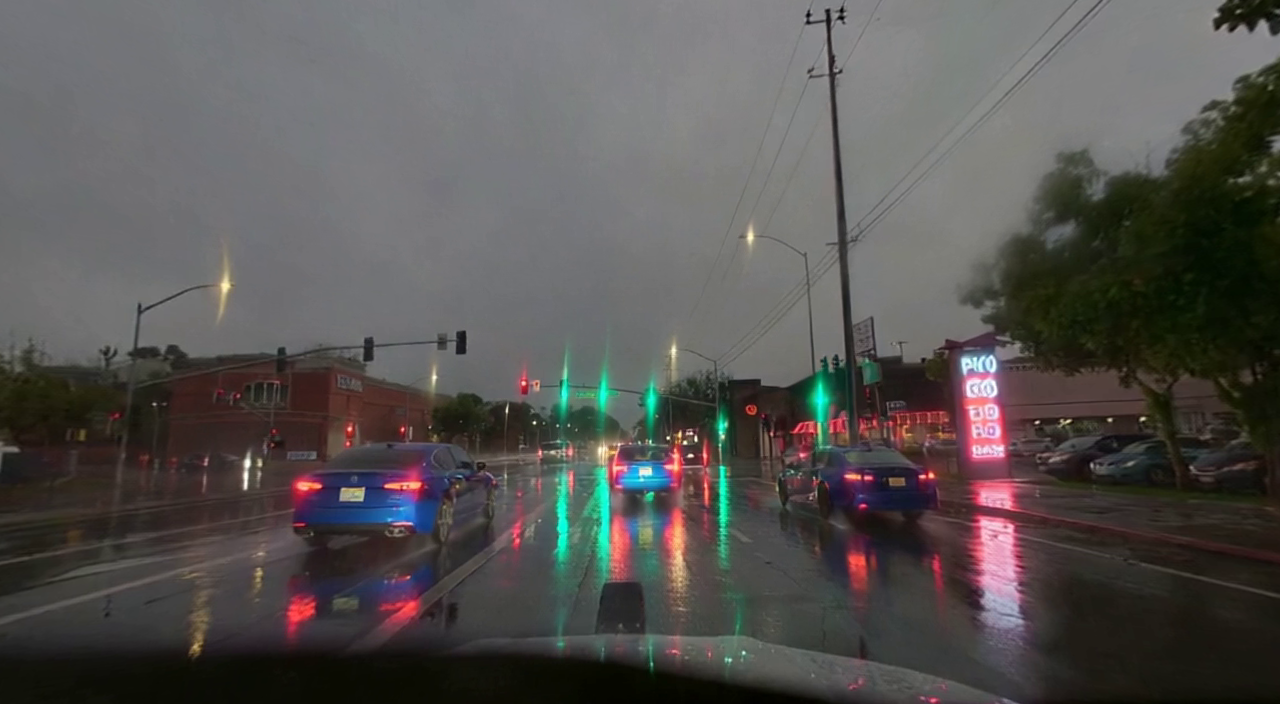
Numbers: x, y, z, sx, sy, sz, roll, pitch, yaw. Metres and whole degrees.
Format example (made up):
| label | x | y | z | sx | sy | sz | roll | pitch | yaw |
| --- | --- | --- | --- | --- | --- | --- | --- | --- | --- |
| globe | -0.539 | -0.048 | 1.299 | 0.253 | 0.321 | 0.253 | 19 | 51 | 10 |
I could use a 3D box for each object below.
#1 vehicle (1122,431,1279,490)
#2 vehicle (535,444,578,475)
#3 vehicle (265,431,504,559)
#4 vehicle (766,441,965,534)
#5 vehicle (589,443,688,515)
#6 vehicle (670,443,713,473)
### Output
| label | x | y | z | sx | sy | sz | roll | pitch | yaw |
| --- | --- | --- | --- | --- | --- | --- | --- | --- | --- |
| vehicle | 16.476 | 2.943 | 17.406 | 4.802 | 1.480 | 2.126 | 1 | -9 | -6 |
| vehicle | -4.632 | 6.004 | 35.531 | 1.932 | 1.606 | 4.157 | 0 | -9 | -1 |
| vehicle | -3.705 | 2.137 | 10.302 | 2.035 | 1.564 | 4.702 | 0 | -9 | -2 |
| vehicle | 4.166 | 2.579 | 12.779 | 2.119 | 1.479 | 4.910 | 0 | -9 | -1 |
| vehicle | -0.114 | 2.965 | 15.331 | 2.072 | 1.473 | 4.139 | 0 | -9 | -2 |
| vehicle | 2.968 | 6.213 | 37.188 | 1.986 | 1.660 | 4.006 | 0 | -9 | -2 |
